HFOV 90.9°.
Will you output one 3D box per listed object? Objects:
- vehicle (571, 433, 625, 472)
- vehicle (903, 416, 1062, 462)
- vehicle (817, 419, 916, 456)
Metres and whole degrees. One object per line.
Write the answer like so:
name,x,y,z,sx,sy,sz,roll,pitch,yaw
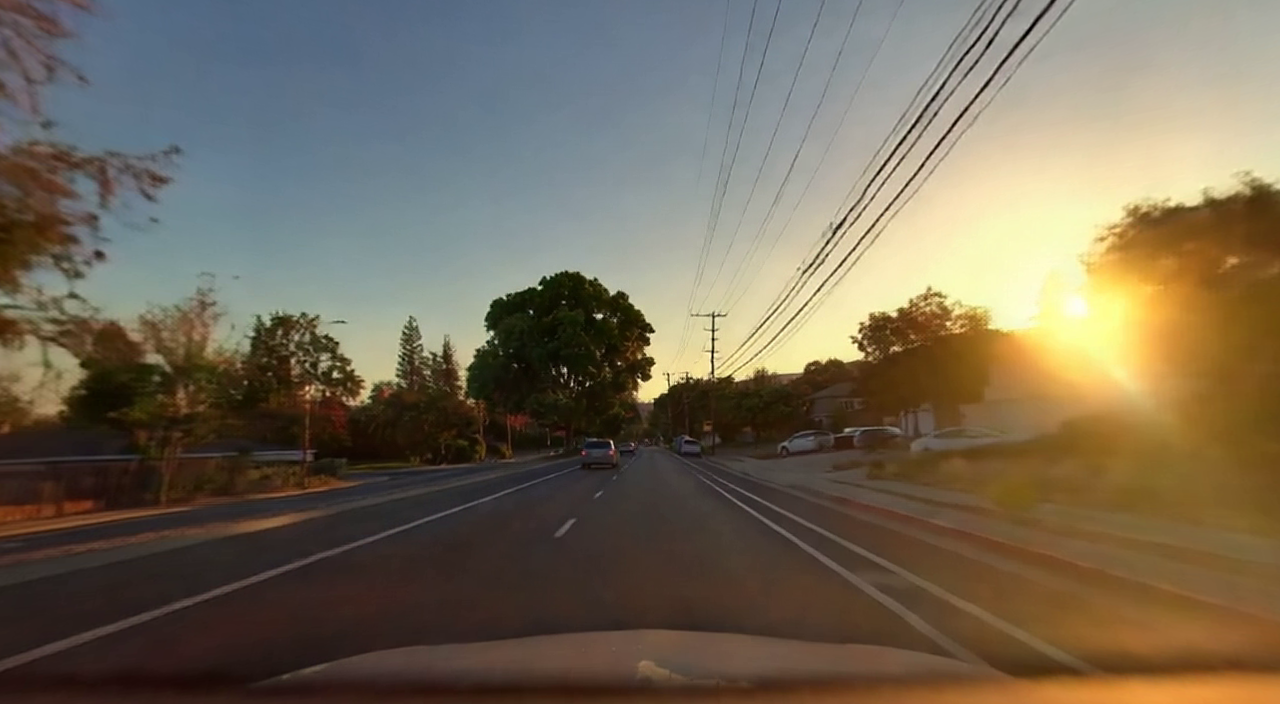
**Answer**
vehicle,-2.079,5.218,32.889,2.327,1.861,4.941,-1,-9,2
vehicle,11.986,3.123,22.351,2.212,1.404,4.283,3,-10,-33
vehicle,12.543,4.769,35.126,4.719,1.553,1.889,-5,-8,0
